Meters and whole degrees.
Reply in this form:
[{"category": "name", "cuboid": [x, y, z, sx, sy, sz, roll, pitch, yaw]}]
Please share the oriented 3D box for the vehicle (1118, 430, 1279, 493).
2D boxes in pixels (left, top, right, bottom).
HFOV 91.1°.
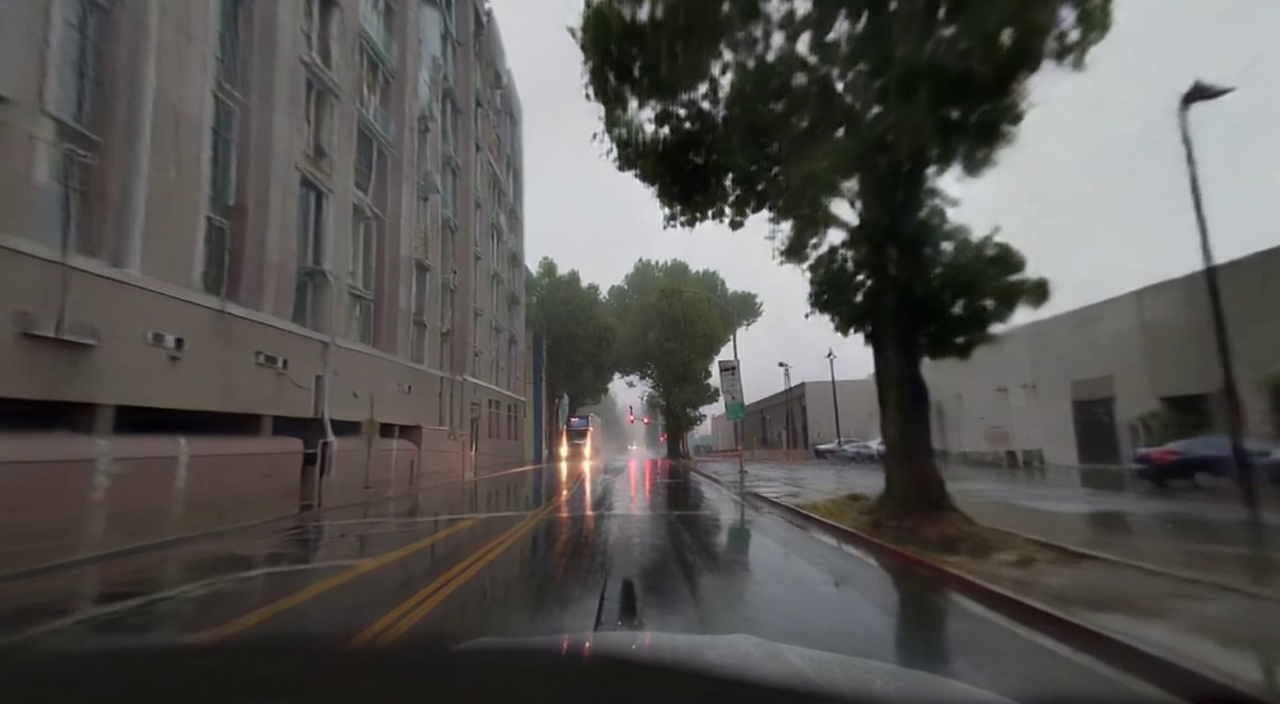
[{"category": "vehicle", "cuboid": [15.927, 2.968, 17.214, 4.146, 1.600, 1.874, 0, -9, -3]}]
